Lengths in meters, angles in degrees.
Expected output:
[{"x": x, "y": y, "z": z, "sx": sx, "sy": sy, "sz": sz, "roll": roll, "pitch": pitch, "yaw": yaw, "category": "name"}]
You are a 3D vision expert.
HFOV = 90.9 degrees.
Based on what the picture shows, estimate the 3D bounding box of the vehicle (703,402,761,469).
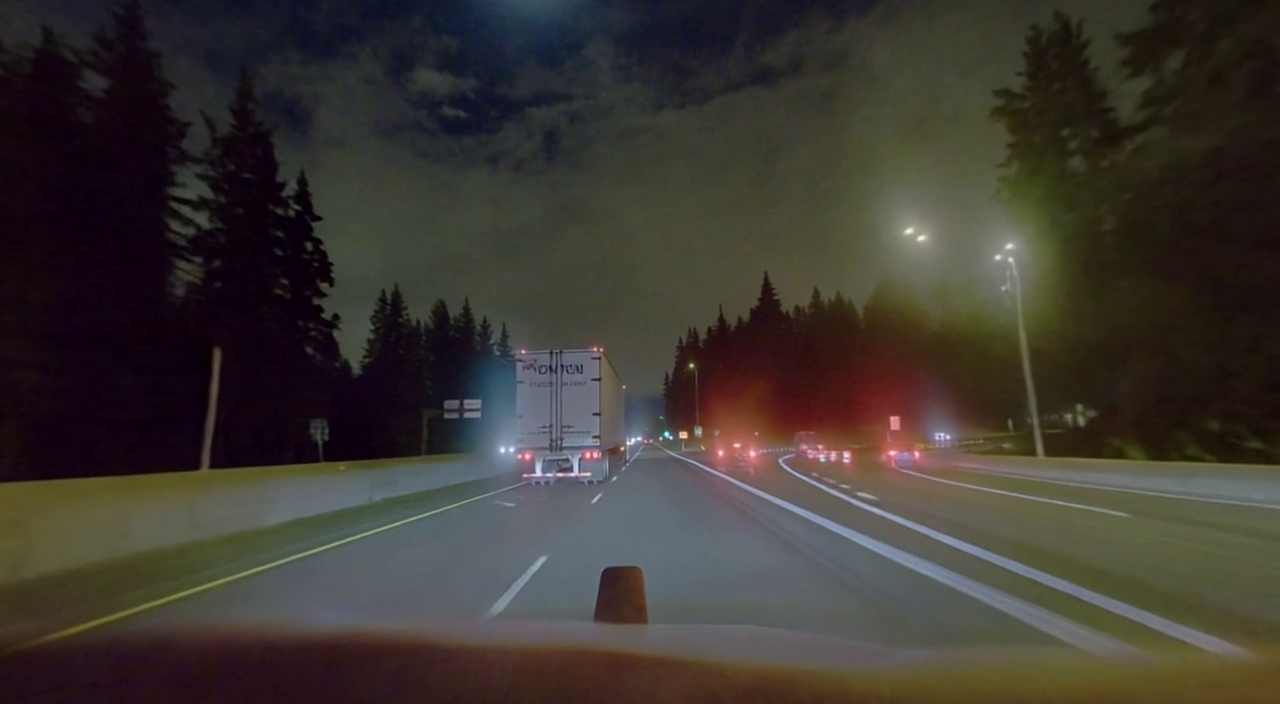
[{"x": 5.070, "y": 4.680, "z": 35.323, "sx": 2.928, "sy": 3.571, "sz": 3.032, "roll": -1, "pitch": -8, "yaw": 3, "category": "vehicle"}]

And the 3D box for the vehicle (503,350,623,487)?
[{"x": -2.489, "y": 3.139, "z": 26.993, "sx": 2.873, "sy": 4.060, "sz": 16.327, "roll": 0, "pitch": -8, "yaw": 1, "category": "vehicle"}]
